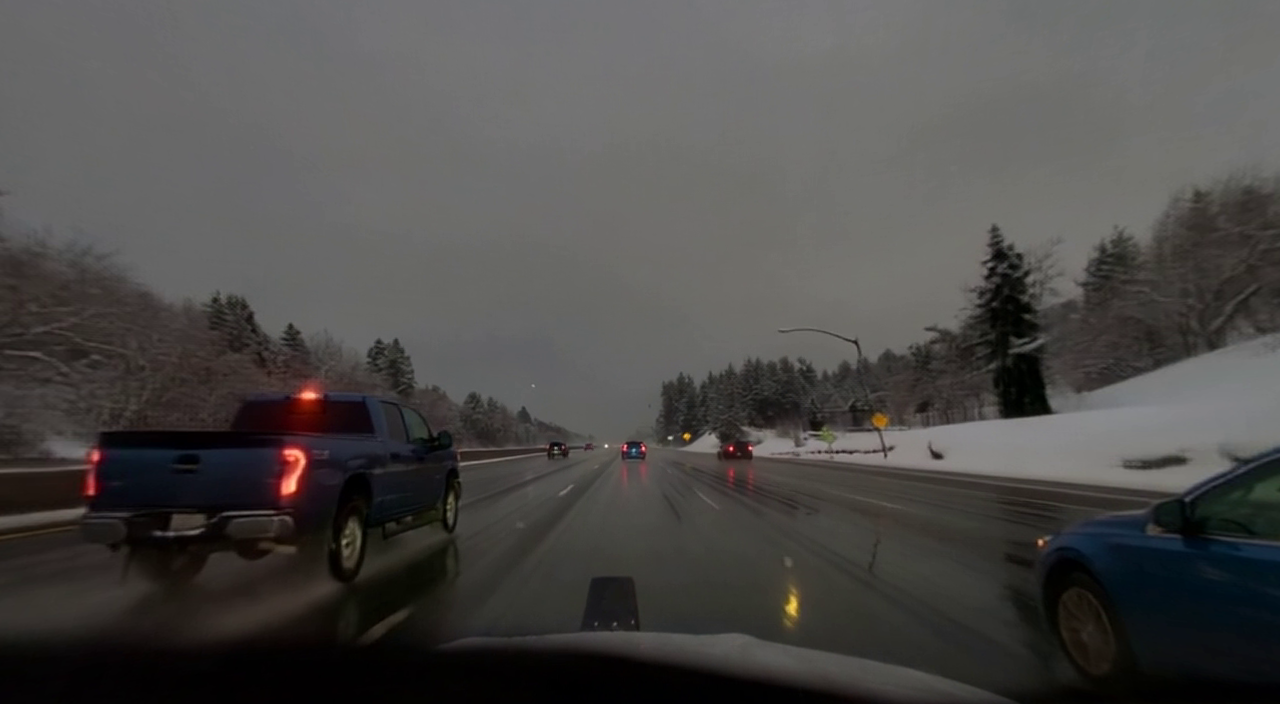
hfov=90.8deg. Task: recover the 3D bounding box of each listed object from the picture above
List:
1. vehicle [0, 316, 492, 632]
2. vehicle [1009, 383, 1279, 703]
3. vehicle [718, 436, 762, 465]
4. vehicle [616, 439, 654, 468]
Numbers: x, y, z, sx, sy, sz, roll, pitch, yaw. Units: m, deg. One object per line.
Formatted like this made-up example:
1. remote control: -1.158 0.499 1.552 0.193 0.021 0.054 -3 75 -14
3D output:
1. vehicle: -3.746 1.268 7.412 2.592 2.179 6.034 0 -9 0
2. vehicle: 3.059 0.704 0.999 2.072 1.501 4.694 0 -9 -1
3. vehicle: 6.830 6.811 43.844 2.103 1.898 5.310 0 -9 -1
4. vehicle: -0.335 6.227 38.828 2.157 1.642 4.189 0 -9 -1
